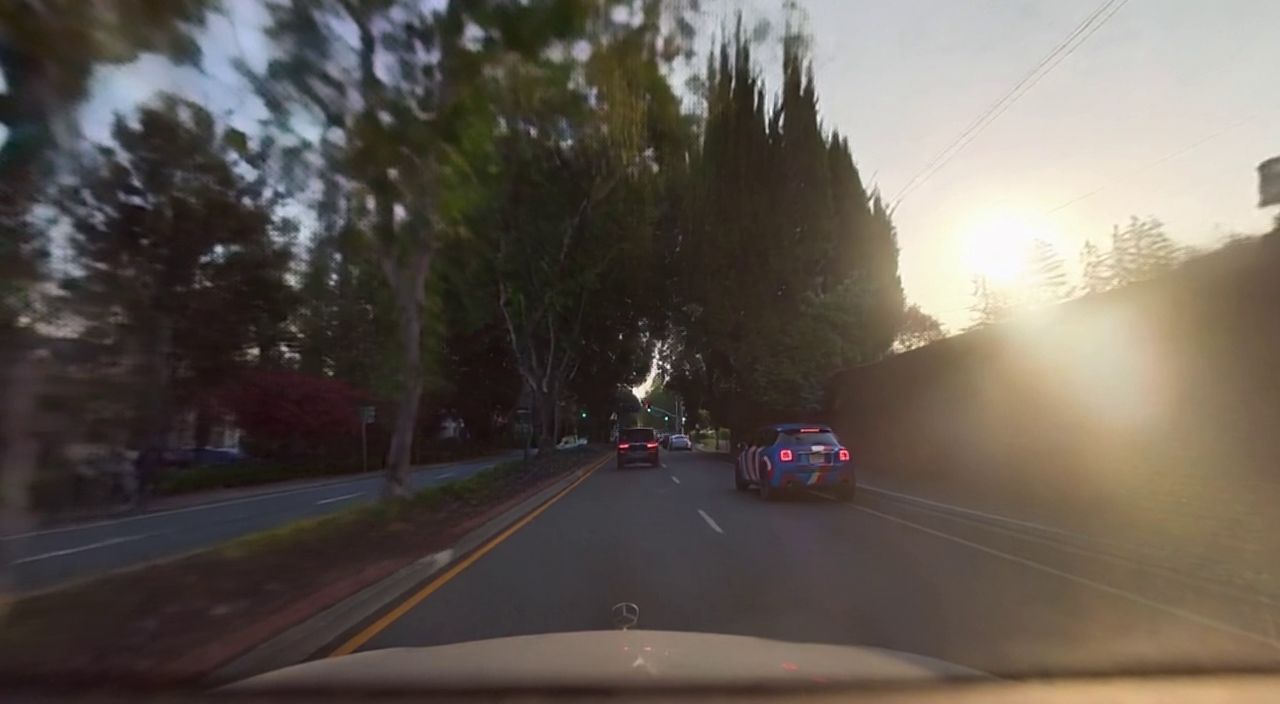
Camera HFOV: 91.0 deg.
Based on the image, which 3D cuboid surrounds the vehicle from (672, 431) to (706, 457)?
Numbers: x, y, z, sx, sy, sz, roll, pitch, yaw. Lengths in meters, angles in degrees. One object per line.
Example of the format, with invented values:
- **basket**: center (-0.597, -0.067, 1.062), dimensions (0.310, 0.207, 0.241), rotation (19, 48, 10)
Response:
- **vehicle**: center (3.197, 6.114, 41.574), dimensions (1.863, 1.610, 3.726), rotation (0, -9, -1)

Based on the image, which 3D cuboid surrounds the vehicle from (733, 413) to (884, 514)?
- **vehicle**: center (3.201, 2.224, 12.918), dimensions (1.840, 1.709, 4.202), rotation (0, -9, -1)

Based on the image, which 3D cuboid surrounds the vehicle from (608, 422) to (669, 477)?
- **vehicle**: center (-0.084, 3.406, 22.046), dimensions (1.984, 1.777, 3.148), rotation (0, -9, -1)
